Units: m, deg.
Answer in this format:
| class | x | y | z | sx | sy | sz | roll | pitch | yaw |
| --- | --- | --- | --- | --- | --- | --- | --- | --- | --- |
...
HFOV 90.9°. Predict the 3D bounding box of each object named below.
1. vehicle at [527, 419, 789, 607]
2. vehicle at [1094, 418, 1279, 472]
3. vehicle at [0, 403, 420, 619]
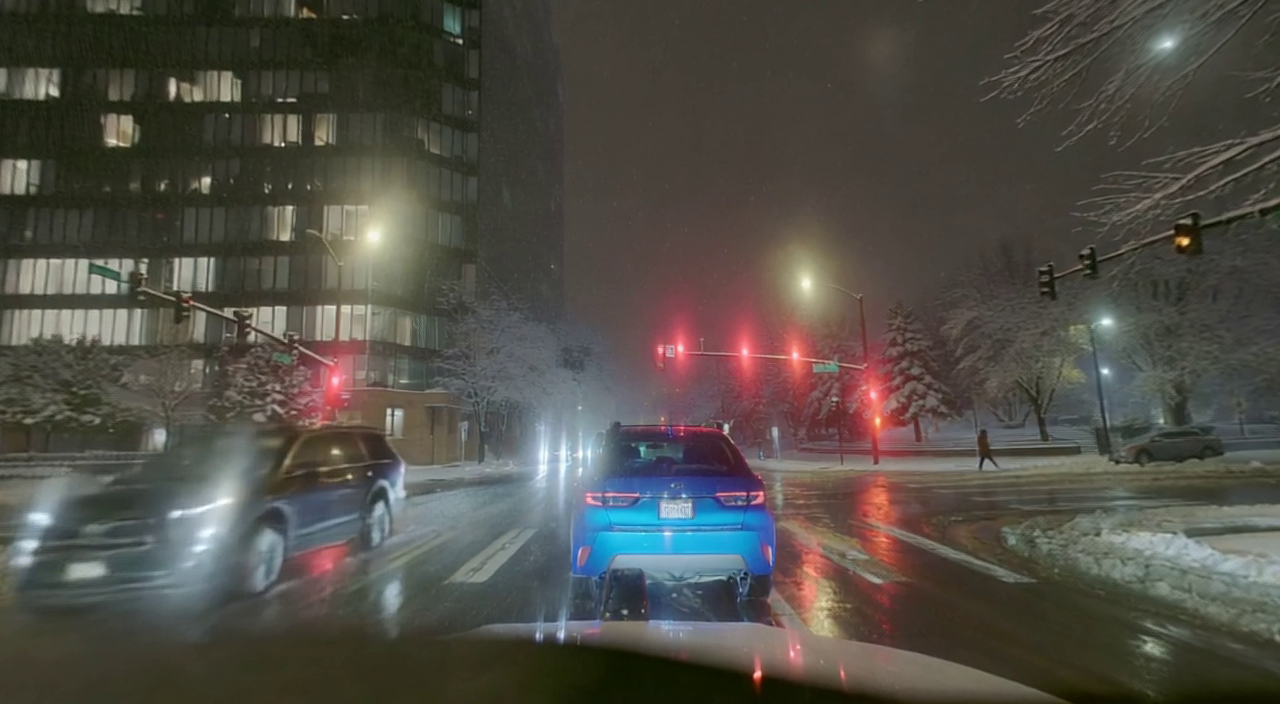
| class | x | y | z | sx | sy | sz | roll | pitch | yaw |
| --- | --- | --- | --- | --- | --- | --- | --- | --- | --- |
| vehicle | -0.145 | 1.654 | 7.486 | 1.893 | 1.532 | 4.145 | 2 | -9 | -16 |
| vehicle | 19.111 | 3.272 | 22.227 | 4.675 | 1.772 | 1.945 | 0 | -8 | 0 |
| vehicle | -4.470 | 1.642 | 7.539 | 2.006 | 1.756 | 4.599 | 0 | -8 | 0 |
